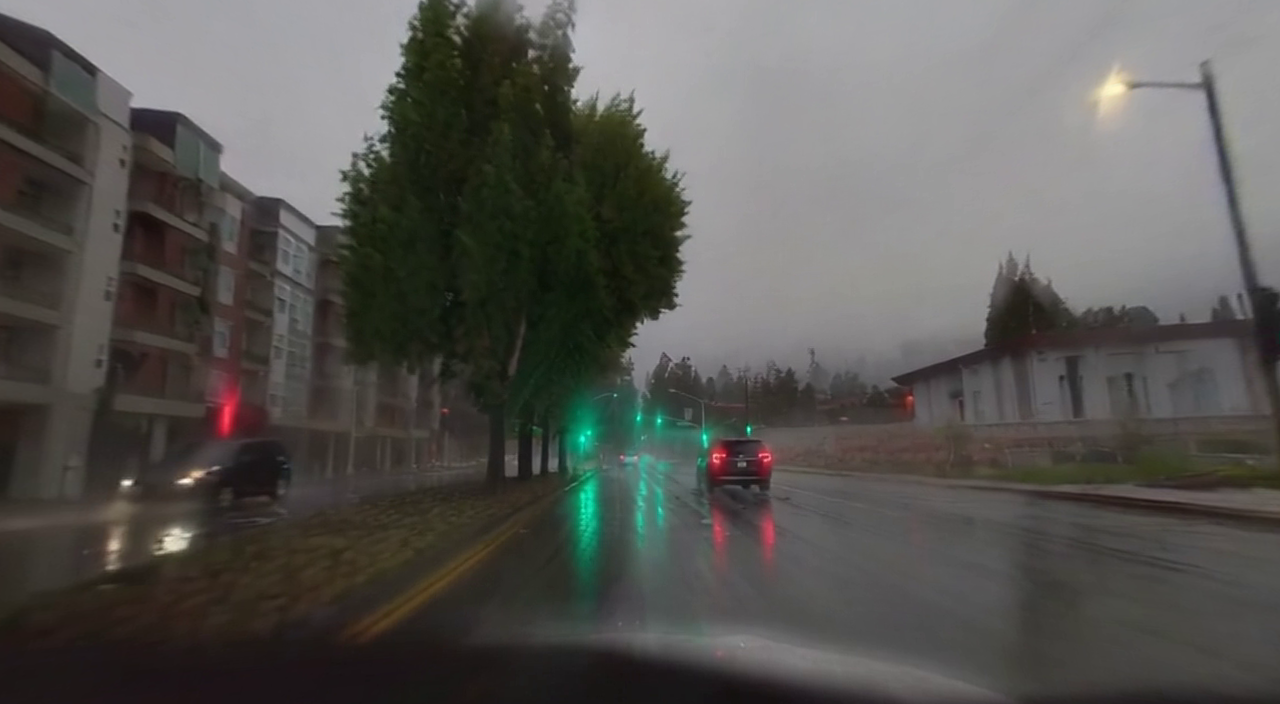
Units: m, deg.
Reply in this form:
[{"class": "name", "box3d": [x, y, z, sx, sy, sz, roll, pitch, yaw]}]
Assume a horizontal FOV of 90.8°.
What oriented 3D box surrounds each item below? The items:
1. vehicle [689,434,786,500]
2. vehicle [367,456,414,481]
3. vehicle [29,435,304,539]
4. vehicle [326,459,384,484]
[{"class": "vehicle", "box3d": [2.972, 3.622, 20.438, 2.129, 1.844, 4.767, 0, -8, -3]}, {"class": "vehicle", "box3d": [-19.236, 8.963, 48.884, 1.880, 1.725, 4.509, 0, -8, -1]}, {"class": "vehicle", "box3d": [-9.563, 2.700, 13.510, 1.939, 1.744, 5.079, 0, -8, 0]}, {"class": "vehicle", "box3d": [-19.167, 8.028, 42.710, 1.812, 1.482, 4.512, 0, -8, 0]}]
